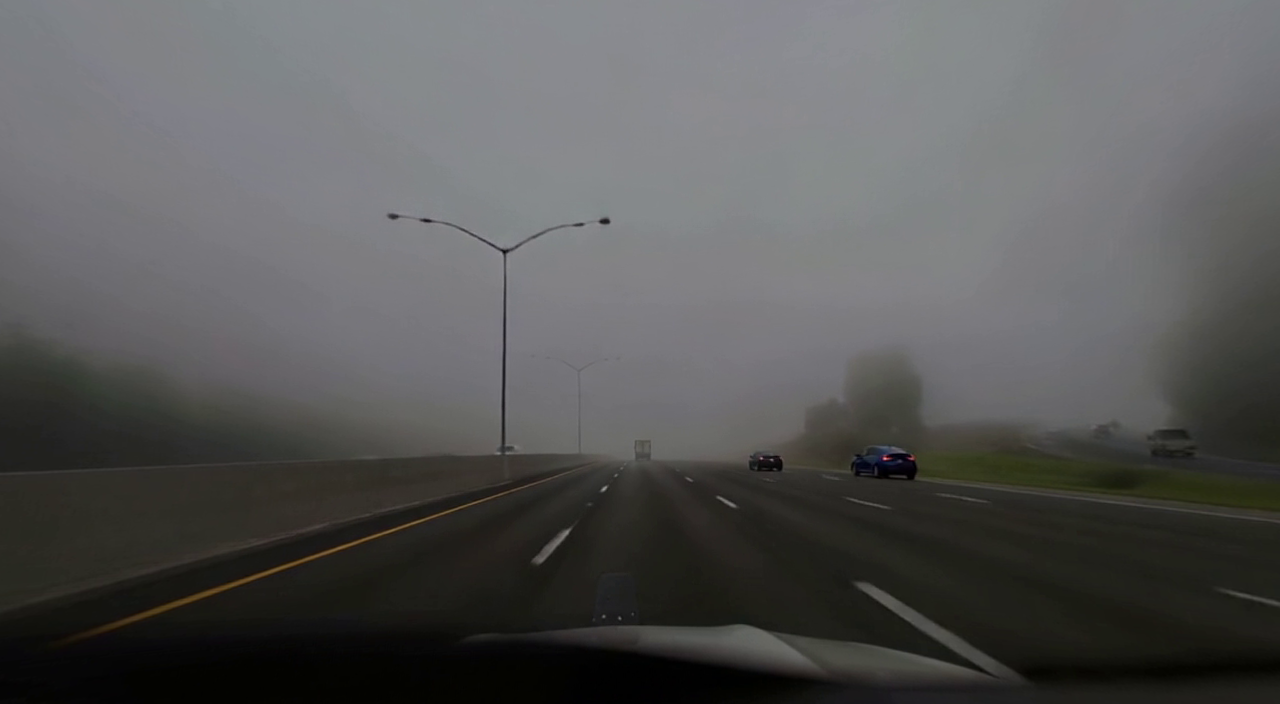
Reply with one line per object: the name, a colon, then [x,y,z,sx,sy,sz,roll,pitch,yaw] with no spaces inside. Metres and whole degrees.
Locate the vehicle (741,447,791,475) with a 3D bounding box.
vehicle: [7.446,6.451,37.672,2.053,1.553,4.463,0,-9,0]

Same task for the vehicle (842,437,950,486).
vehicle: [11.110,4.798,27.943,2.387,1.936,5.646,0,-9,0]

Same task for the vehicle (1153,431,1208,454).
vehicle: [41.866,7.042,48.857,2.154,1.660,4.444,-5,-10,27]
